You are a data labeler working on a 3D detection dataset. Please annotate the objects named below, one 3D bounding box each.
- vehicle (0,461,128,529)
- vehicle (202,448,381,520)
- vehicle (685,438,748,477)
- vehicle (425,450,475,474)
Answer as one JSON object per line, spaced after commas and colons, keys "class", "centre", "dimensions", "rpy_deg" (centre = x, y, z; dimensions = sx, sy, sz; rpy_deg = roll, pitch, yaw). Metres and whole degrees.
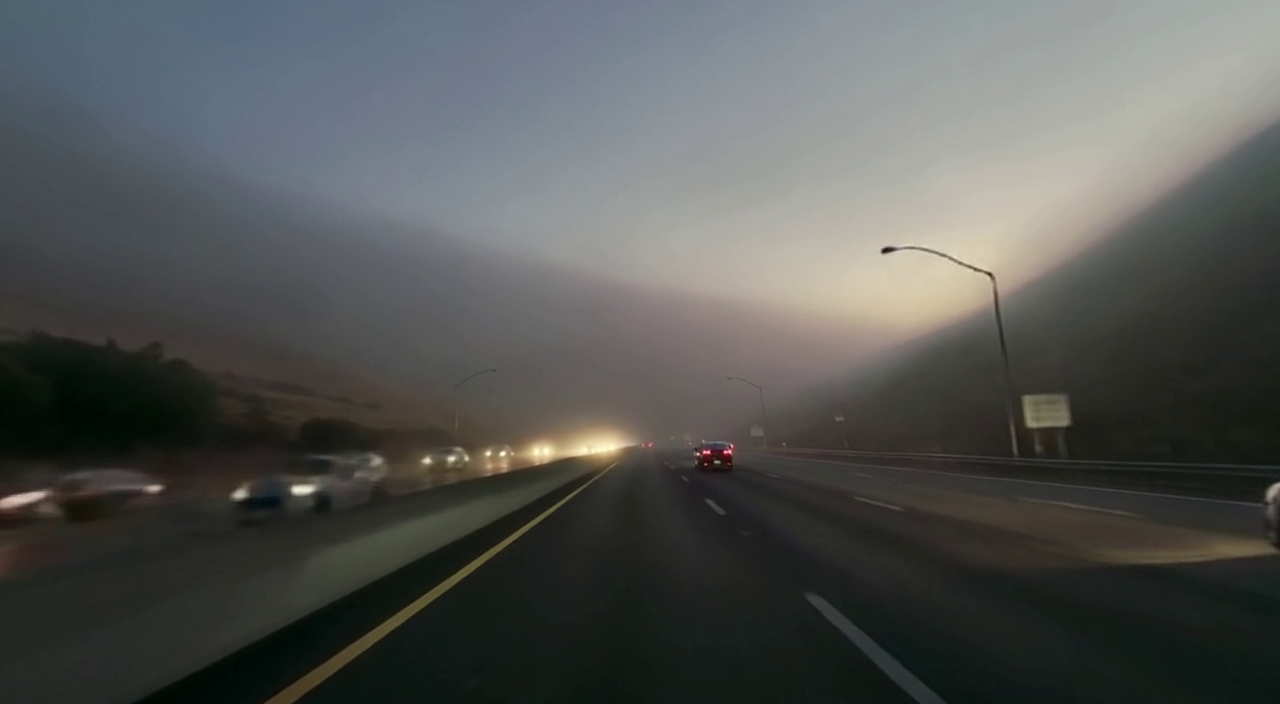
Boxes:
{"class": "vehicle", "centre": [-15.880, 3.540, 15.752], "dimensions": [2.136, 1.479, 4.748], "rpy_deg": [-1, -8, 1]}
{"class": "vehicle", "centre": [-8.601, 3.248, 16.164], "dimensions": [1.949, 1.488, 4.526], "rpy_deg": [-2, -8, 1]}
{"class": "vehicle", "centre": [2.997, 4.241, 25.619], "dimensions": [2.044, 1.444, 4.216], "rpy_deg": [0, -8, 0]}
{"class": "vehicle", "centre": [-11.855, 6.886, 39.611], "dimensions": [1.825, 1.322, 4.145], "rpy_deg": [-2, -8, 1]}
